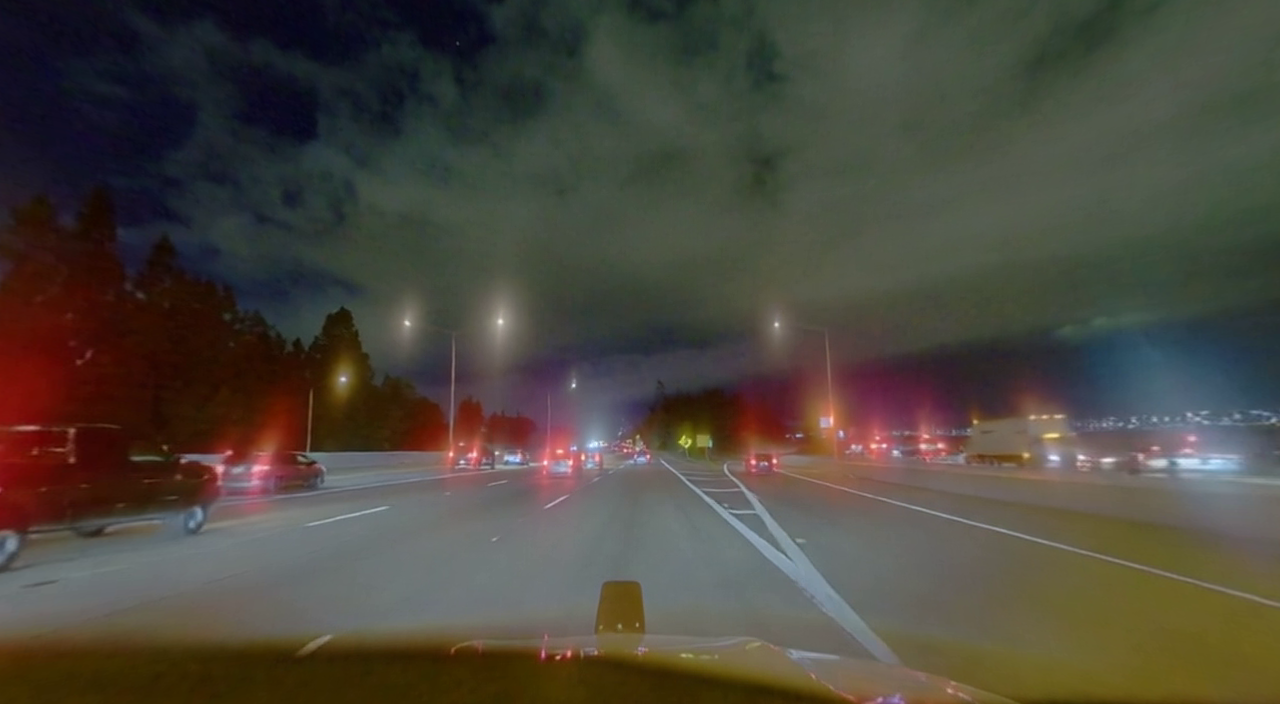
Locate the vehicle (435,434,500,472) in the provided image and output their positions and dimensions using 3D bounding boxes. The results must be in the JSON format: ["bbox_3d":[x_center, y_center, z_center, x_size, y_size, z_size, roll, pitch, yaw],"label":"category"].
[{"bbox_3d":[-10.858,6.412,40.122,2.442,2.191,5.760,0,-9,1],"label":"vehicle"}]

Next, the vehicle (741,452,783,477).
[{"bbox_3d":[7.945,7.338,41.344,2.153,1.510,4.646,0,-9,4],"label":"vehicle"}]

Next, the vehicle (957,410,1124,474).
[{"bbox_3d":[25.640,5.967,41.512,4.211,3.637,11.169,0,-9,3],"label":"vehicle"}]

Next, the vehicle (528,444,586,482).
[{"bbox_3d":[-4.032,5.453,31.323,2.132,1.708,4.571,0,-9,2],"label":"vehicle"}]

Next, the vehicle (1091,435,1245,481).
[{"bbox_3d":[21.800,4.367,26.386,2.097,1.692,5.148,-1,-8,2],"label":"vehicle"}]

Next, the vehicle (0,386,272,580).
[{"bbox_3d":[-7.347,1.493,7.601,2.250,1.870,5.647,0,-9,2],"label":"vehicle"}]
